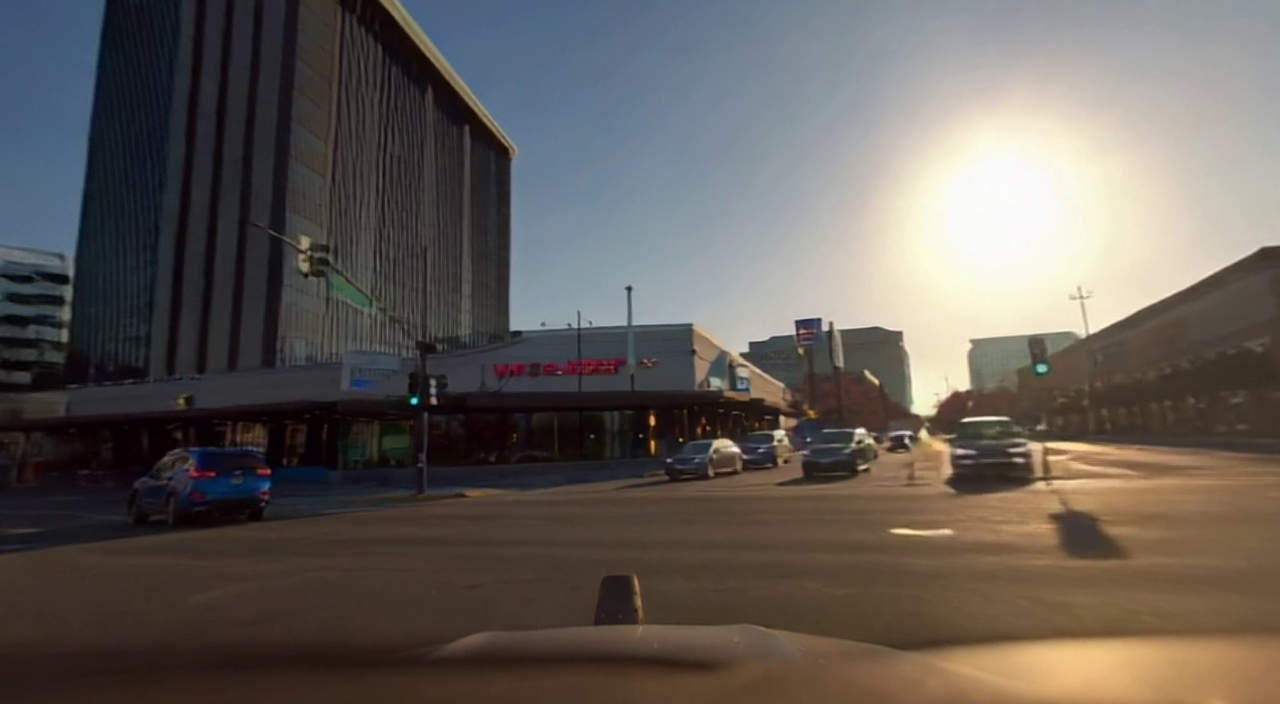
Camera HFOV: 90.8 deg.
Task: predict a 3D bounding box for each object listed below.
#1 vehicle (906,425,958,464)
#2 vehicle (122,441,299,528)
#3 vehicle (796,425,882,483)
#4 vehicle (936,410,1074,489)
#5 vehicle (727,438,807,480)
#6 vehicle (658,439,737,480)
[{"bbox_3d":[17.558,5.577,38.221,2.453,2.122,5.431,-4,-9,22],"label":"vehicle"},{"bbox_3d":[-10.464,3.088,15.303,4.445,1.762,2.238,-8,-11,39],"label":"vehicle"},{"bbox_3d":[7.074,3.540,22.106,2.162,1.788,4.603,-5,-10,25],"label":"vehicle"},{"bbox_3d":[10.310,2.831,18.368,2.160,1.948,4.784,-3,-9,15],"label":"vehicle"},{"bbox_3d":[5.226,4.295,25.587,2.163,1.529,4.210,-5,-10,25],"label":"vehicle"},{"bbox_3d":[2.588,4.645,27.554,2.005,1.596,4.342,-5,-10,26],"label":"vehicle"}]
